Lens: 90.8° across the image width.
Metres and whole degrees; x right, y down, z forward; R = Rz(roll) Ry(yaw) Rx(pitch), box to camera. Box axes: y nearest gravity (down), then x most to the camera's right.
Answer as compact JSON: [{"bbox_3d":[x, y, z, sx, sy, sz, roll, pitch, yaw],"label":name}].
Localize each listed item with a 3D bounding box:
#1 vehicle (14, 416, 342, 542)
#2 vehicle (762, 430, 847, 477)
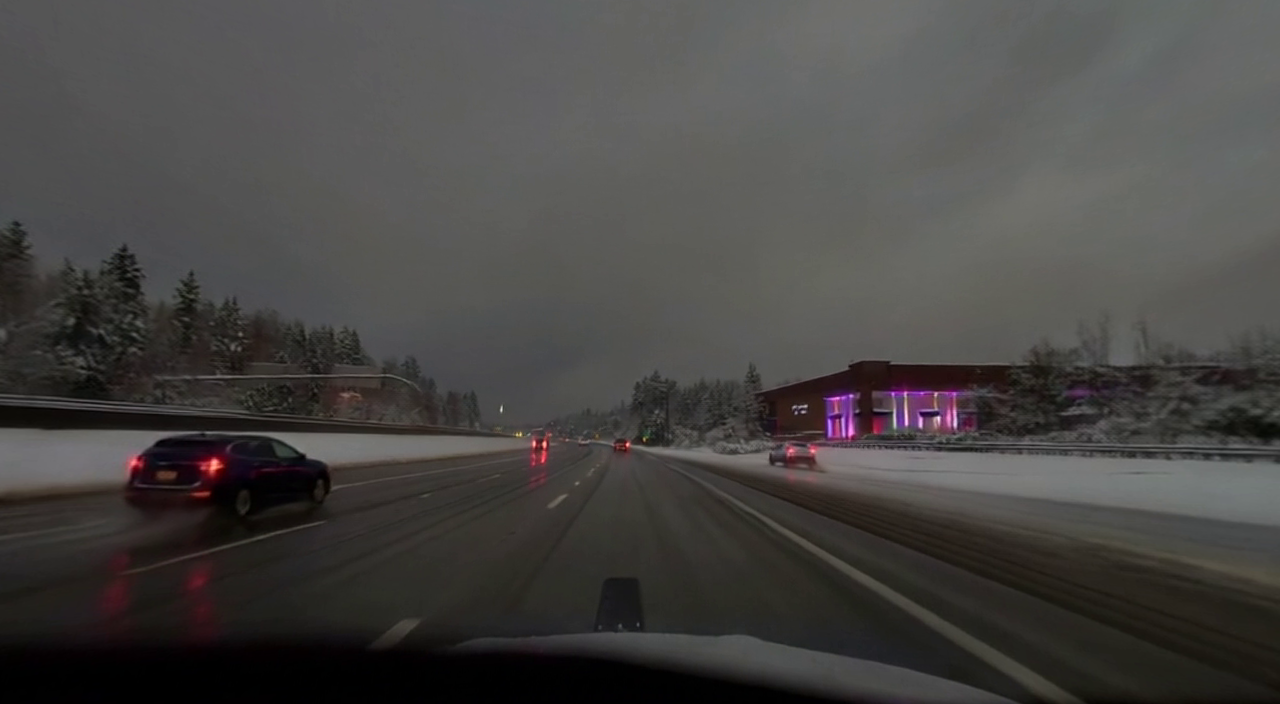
[{"bbox_3d":[-7.426,2.089,11.059,2.030,1.672,4.913,0,-9,0],"label":"vehicle"},{"bbox_3d":[6.679,4.177,26.178,2.023,1.782,4.193,1,-9,-5],"label":"vehicle"}]
